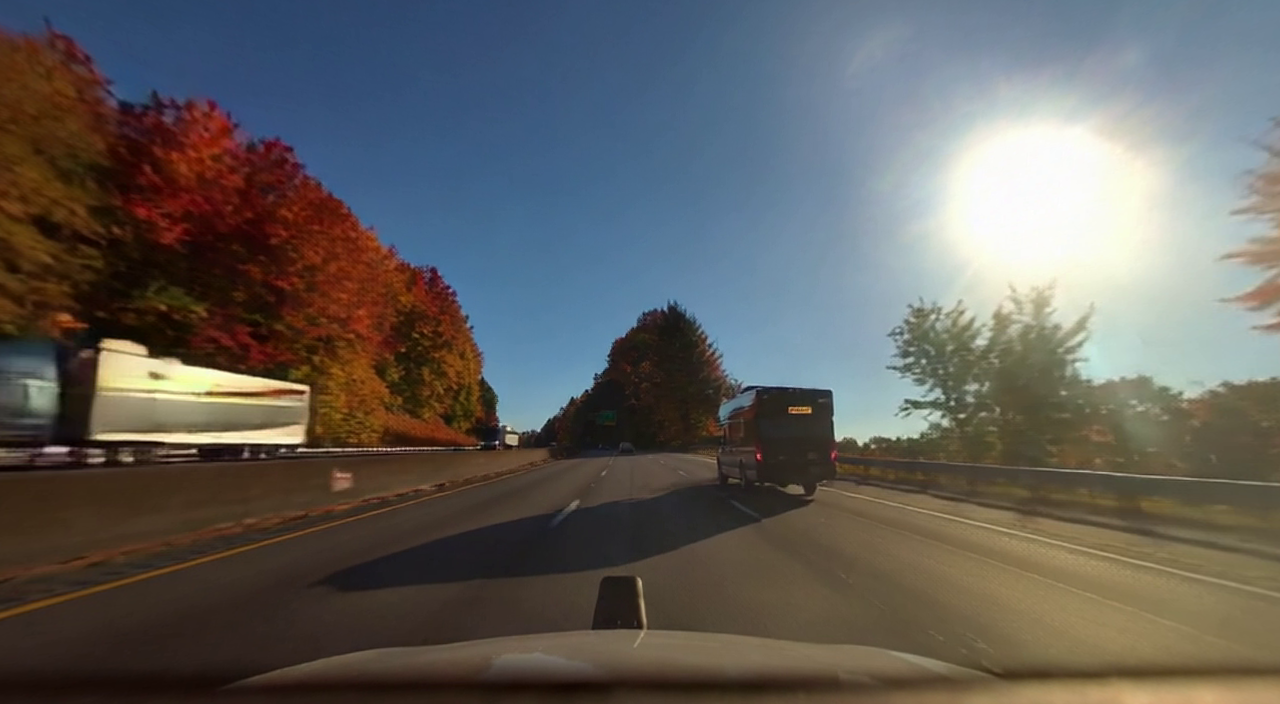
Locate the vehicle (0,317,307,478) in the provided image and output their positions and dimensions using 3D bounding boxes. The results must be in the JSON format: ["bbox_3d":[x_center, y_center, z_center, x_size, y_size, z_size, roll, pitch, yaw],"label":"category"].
[{"bbox_3d":[-18.824,2.178,23.780,3.271,4.223,17.609,0,-8,-1],"label":"vehicle"}]

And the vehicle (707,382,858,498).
[{"bbox_3d":[3.922,2.662,19.242,2.815,2.876,7.101,0,-8,-1],"label":"vehicle"}]
